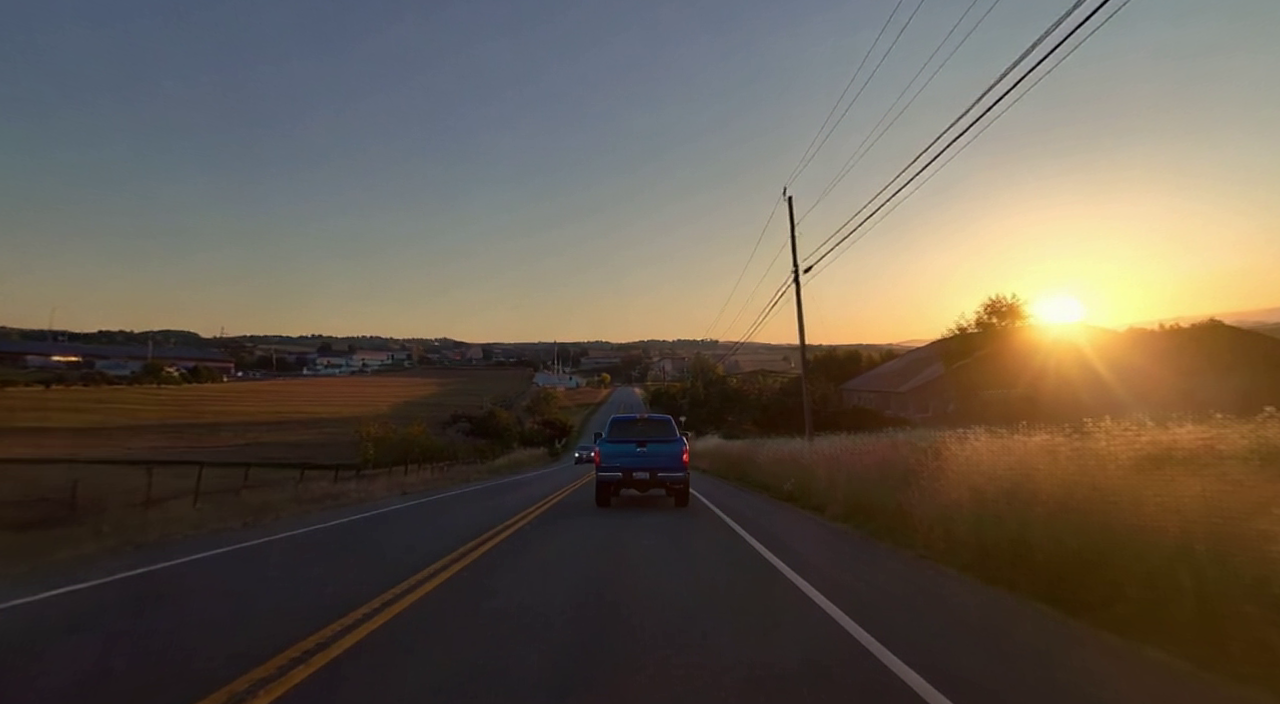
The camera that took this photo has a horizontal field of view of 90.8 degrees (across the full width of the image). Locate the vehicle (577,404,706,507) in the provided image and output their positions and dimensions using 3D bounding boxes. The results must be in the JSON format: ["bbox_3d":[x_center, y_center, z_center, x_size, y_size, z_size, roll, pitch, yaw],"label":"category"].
[{"bbox_3d":[-0.052,2.887,18.028,2.912,2.320,7.292,0,-8,-1],"label":"vehicle"}]
